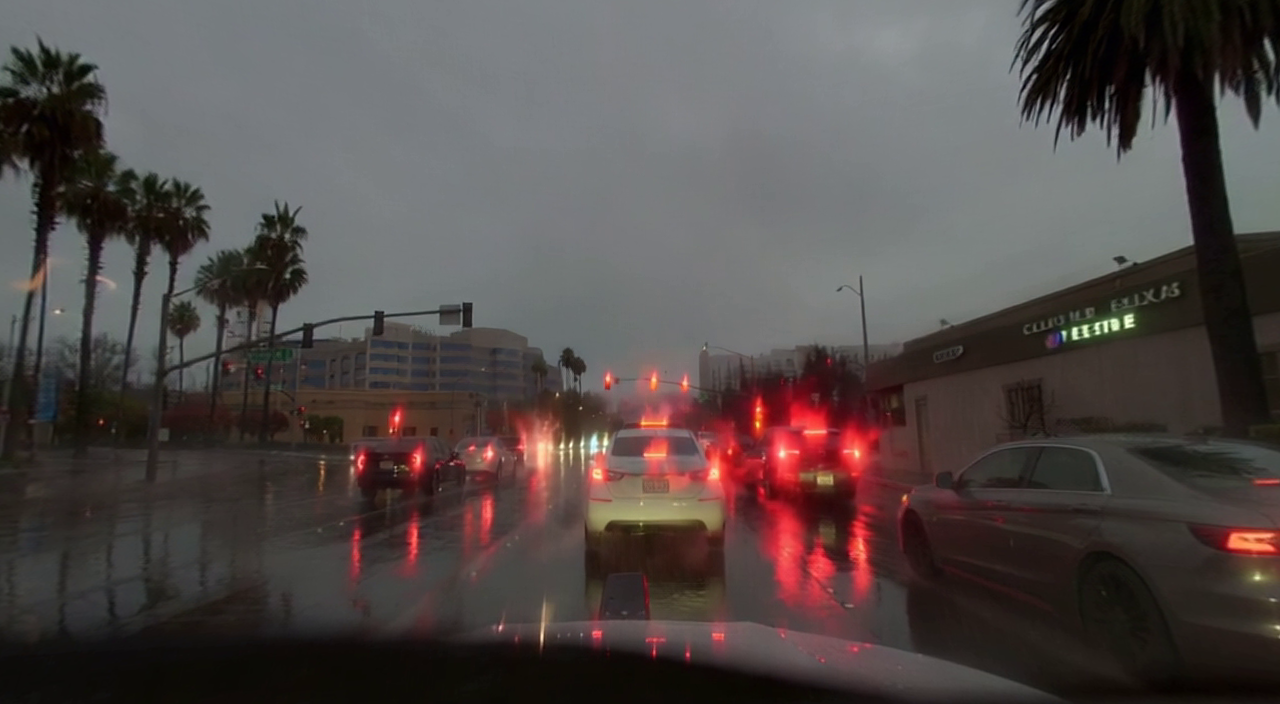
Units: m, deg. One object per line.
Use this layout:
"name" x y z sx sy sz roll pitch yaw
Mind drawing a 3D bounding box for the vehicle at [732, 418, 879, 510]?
"vehicle" 3.501 2.470 14.300 2.169 1.751 4.276 0 -8 0

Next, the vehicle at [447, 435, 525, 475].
"vehicle" -6.033 4.089 25.211 1.822 1.456 4.396 -1 -8 2

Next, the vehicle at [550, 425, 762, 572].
"vehicle" 0.179 1.785 8.453 2.140 1.474 4.026 0 -8 1

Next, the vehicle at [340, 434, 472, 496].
"vehicle" -6.246 3.048 17.390 1.900 1.487 4.165 0 -8 2

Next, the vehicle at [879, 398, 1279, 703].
"vehicle" 3.542 1.223 4.470 1.910 1.490 4.661 0 -8 1
